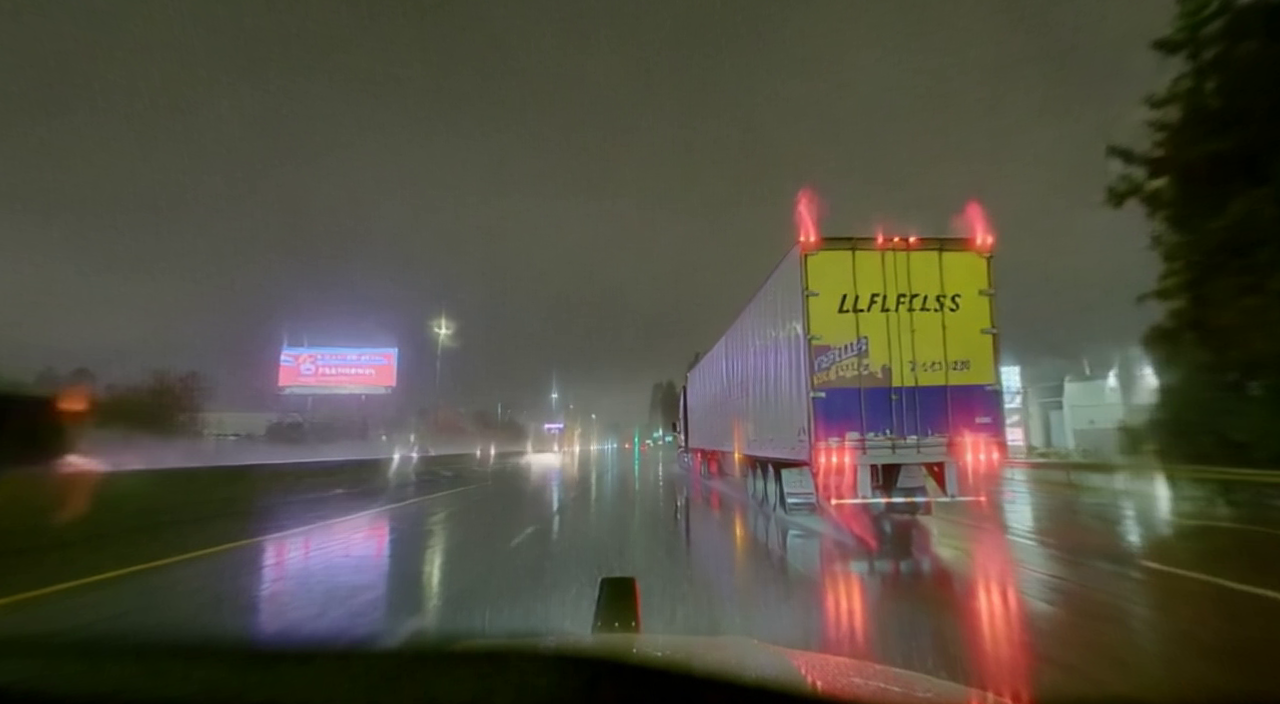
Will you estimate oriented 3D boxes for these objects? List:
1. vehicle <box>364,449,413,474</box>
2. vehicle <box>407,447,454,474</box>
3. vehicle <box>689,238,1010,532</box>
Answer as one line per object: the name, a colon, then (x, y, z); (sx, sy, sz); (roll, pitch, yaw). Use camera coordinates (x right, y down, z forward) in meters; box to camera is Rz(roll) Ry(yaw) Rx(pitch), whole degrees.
vehicle: (-14.852, 6.460, 37.499); (1.559, 1.345, 3.270); (0, -9, 0)
vehicle: (-11.085, 5.728, 33.570); (1.423, 1.311, 3.159); (0, -9, 0)
vehicle: (3.706, 1.691, 17.893); (2.891, 4.387, 17.121); (0, -9, -1)
